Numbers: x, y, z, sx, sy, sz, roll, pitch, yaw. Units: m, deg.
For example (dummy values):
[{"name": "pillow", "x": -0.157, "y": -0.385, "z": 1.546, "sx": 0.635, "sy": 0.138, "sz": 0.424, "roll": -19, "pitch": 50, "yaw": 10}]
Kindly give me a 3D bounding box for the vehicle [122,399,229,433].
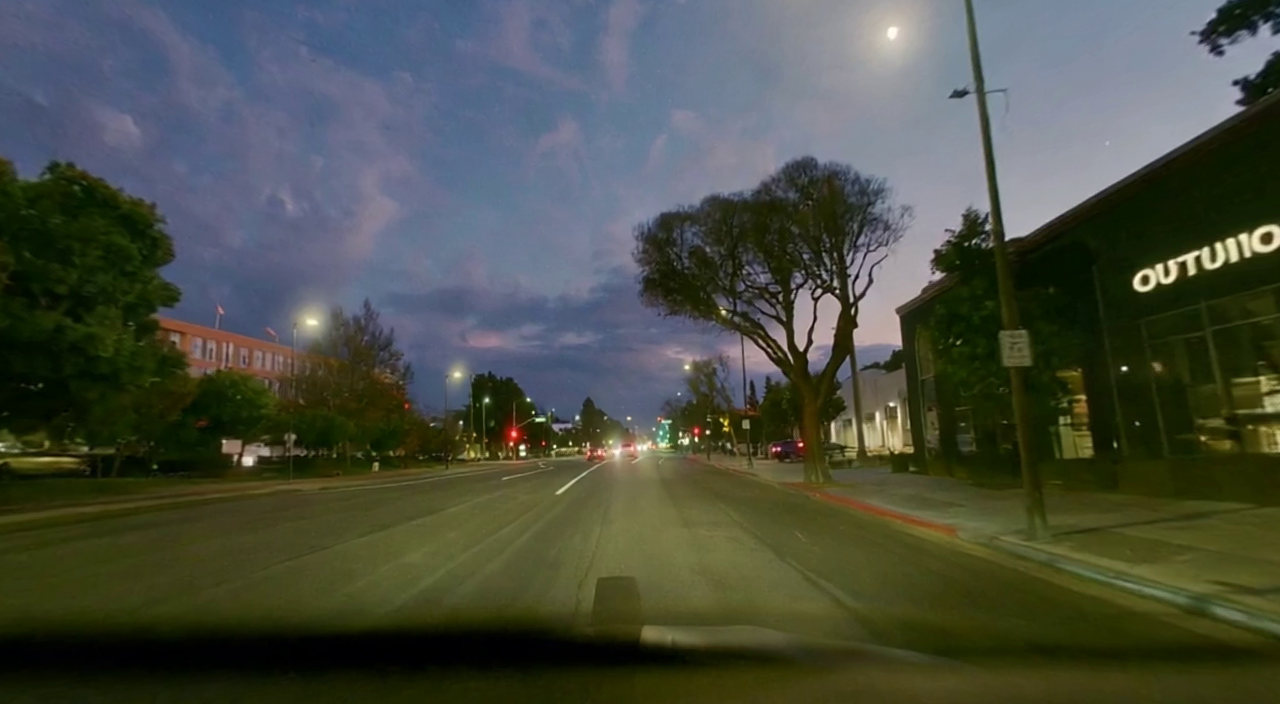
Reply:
[{"name": "vehicle", "x": -25.594, "y": 3.564, "z": 34.903, "sx": 4.397, "sy": 1.760, "sz": 1.971, "roll": -1, "pitch": -8, "yaw": 5}]
